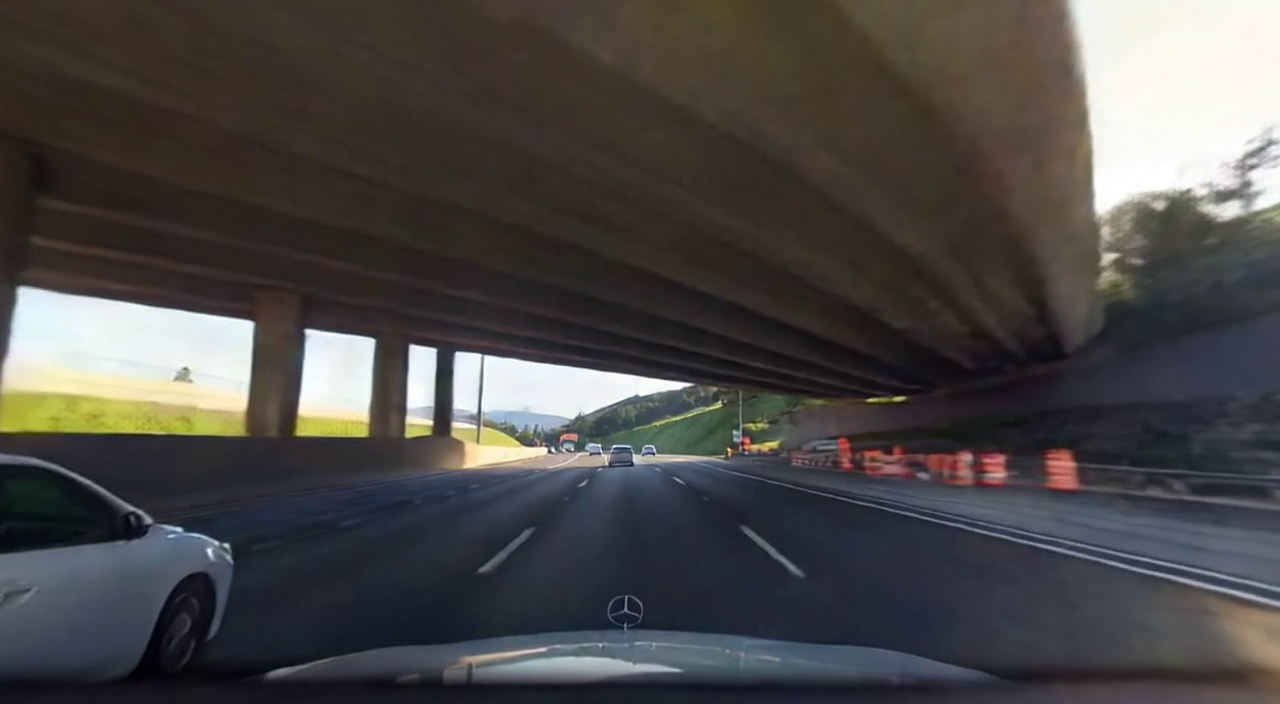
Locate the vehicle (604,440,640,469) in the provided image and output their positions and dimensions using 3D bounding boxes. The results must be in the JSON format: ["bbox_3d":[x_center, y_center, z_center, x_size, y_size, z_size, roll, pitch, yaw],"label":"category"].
[{"bbox_3d":[-1.296,6.923,42.709,2.328,1.805,4.502,0,-8,-3],"label":"vehicle"}]
